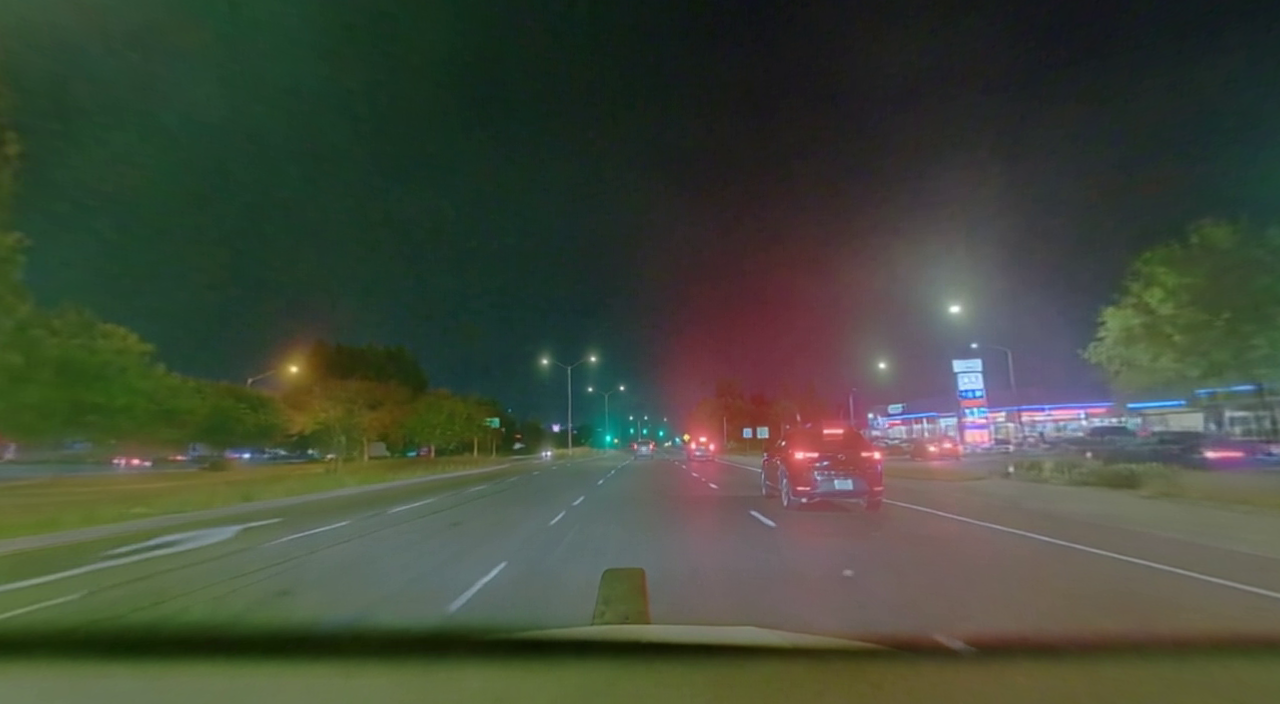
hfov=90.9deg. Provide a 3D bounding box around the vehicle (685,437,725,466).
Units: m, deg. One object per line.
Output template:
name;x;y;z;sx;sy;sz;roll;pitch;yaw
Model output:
vehicle;4.031;6.261;39.679;2.007;1.683;4.171;0;-8;-1

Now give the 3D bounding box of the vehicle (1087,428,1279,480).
vehicle;16.901;3.150;19.463;4.685;1.478;1.849;-1;-9;2

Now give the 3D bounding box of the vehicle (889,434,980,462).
vehicle;17.153;5.611;36.842;4.233;1.562;2.143;0;-8;1
